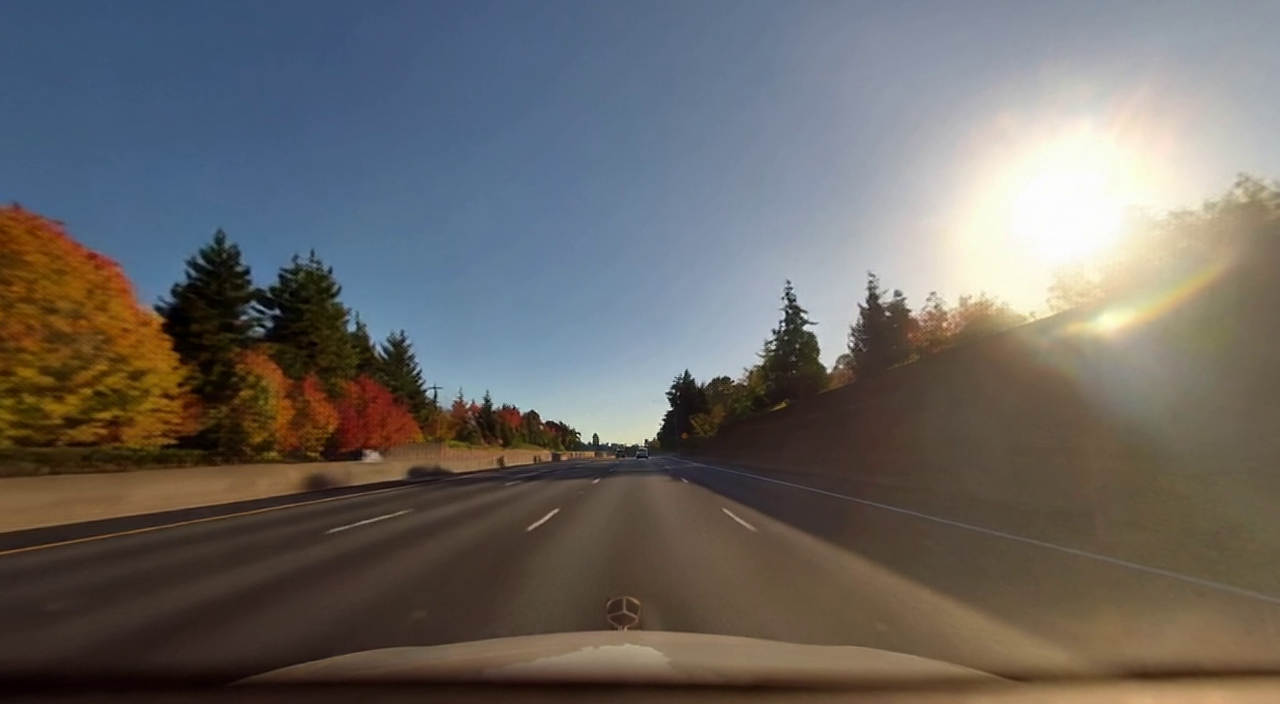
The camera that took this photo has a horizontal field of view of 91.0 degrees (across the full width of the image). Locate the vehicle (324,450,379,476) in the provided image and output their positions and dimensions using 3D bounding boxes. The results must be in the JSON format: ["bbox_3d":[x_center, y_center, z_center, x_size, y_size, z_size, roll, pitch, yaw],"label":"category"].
[{"bbox_3d":[-17.668,6.774,38.691,1.611,1.456,3.621,0,-9,1],"label":"vehicle"}]
